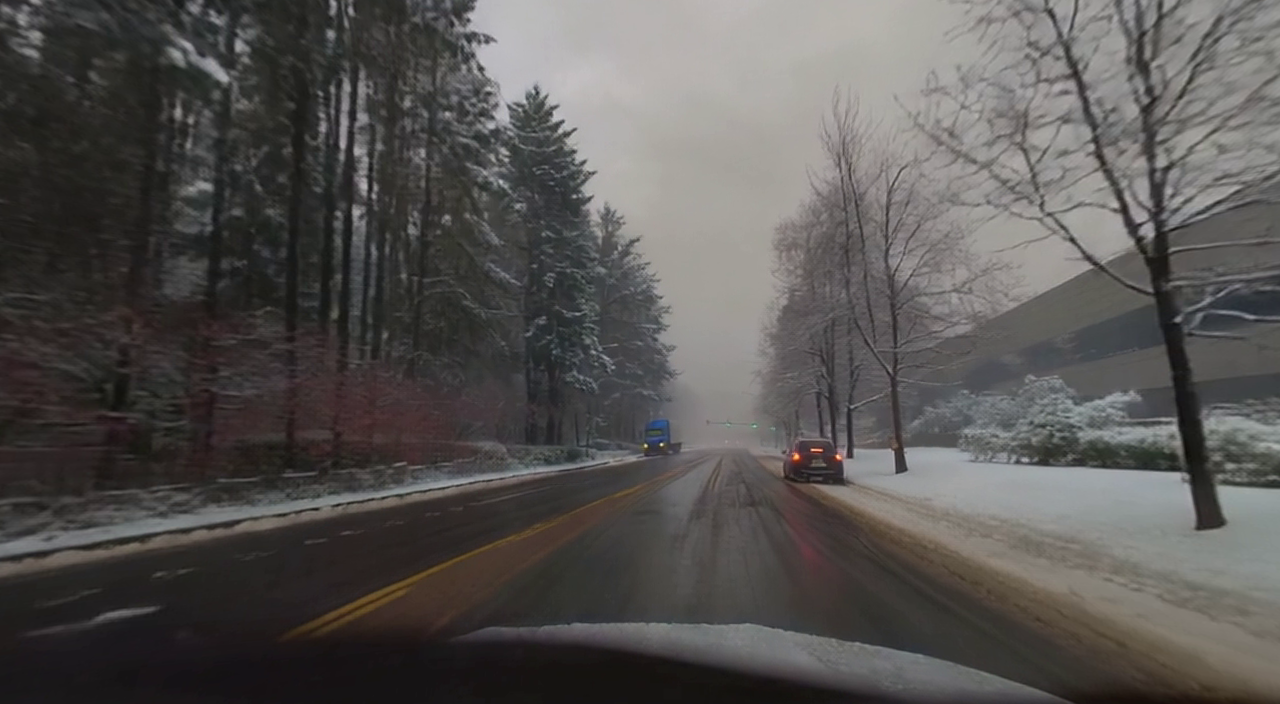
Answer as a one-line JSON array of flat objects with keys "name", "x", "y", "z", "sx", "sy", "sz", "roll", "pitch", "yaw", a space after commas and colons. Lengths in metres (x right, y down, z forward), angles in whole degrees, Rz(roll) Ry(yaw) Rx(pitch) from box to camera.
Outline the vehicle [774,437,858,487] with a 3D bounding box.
[{"name": "vehicle", "x": 5.969, "y": 3.766, "z": 21.916, "sx": 2.098, "sy": 1.509, "sz": 4.389, "roll": -1, "pitch": -8, "yaw": 6}]
